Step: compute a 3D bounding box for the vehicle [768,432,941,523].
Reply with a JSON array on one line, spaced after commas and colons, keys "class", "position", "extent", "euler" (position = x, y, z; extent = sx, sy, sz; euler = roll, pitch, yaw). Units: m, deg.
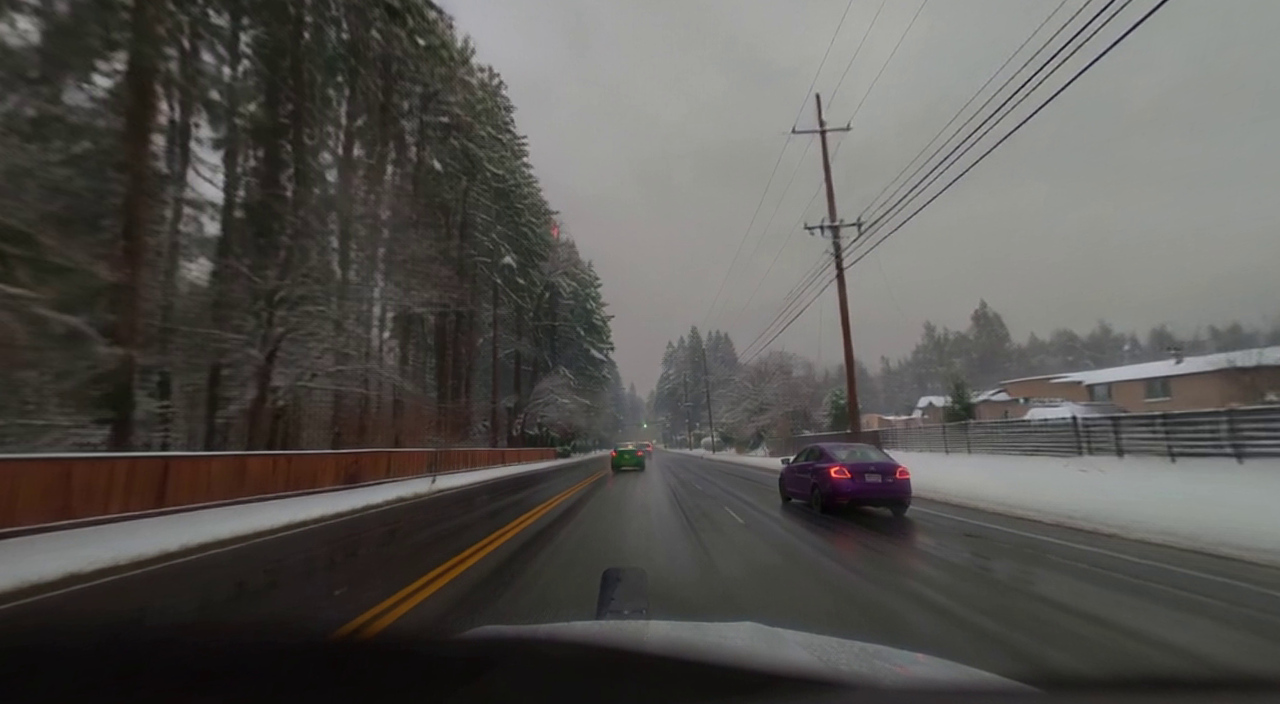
[{"class": "vehicle", "position": [4.111, 2.446, 13.000], "extent": [1.943, 1.471, 4.515], "euler": [-1, -8, 0]}]

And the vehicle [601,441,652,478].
[{"class": "vehicle", "position": [-0.549, 4.990, 29.724], "extent": [2.206, 1.525, 4.695], "euler": [-1, -8, 1]}]
